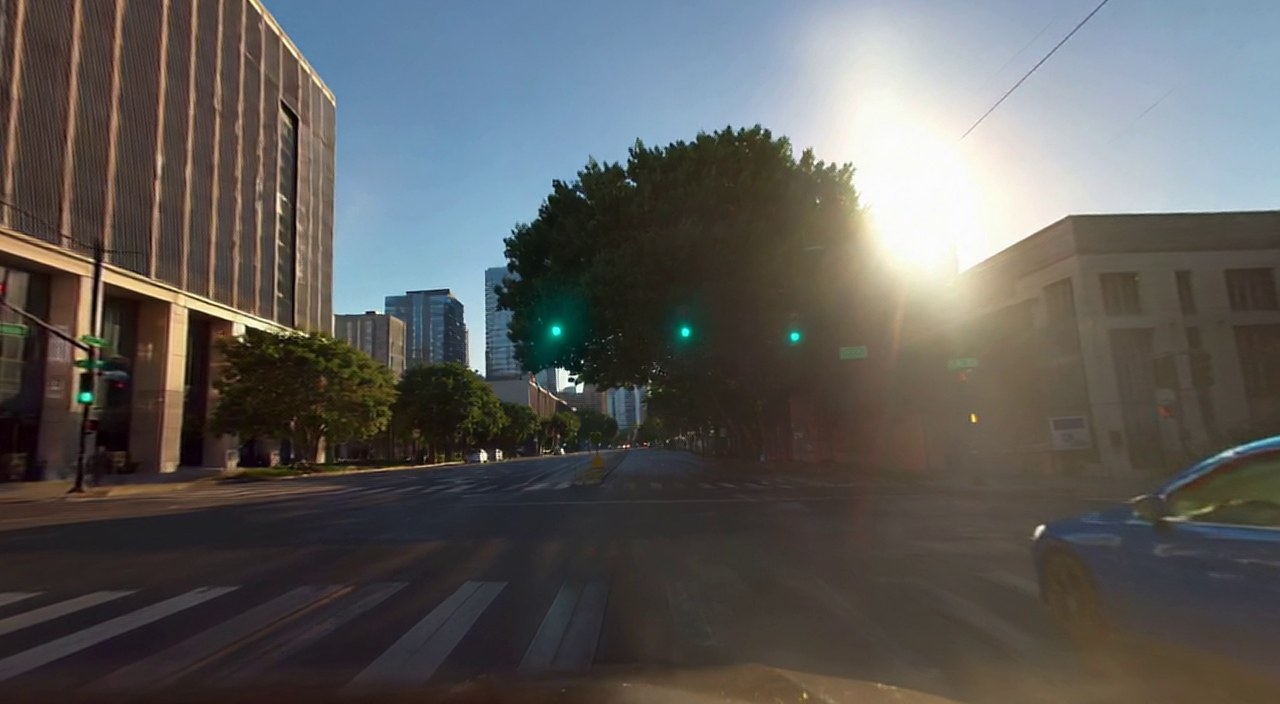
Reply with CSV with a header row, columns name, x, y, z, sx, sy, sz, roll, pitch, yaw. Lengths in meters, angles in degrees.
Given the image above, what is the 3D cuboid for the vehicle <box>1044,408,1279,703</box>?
name,x,y,z,sx,sy,sz,roll,pitch,yaw
vehicle,3.013,0.731,0.758,2.015,1.455,4.615,0,-8,0
